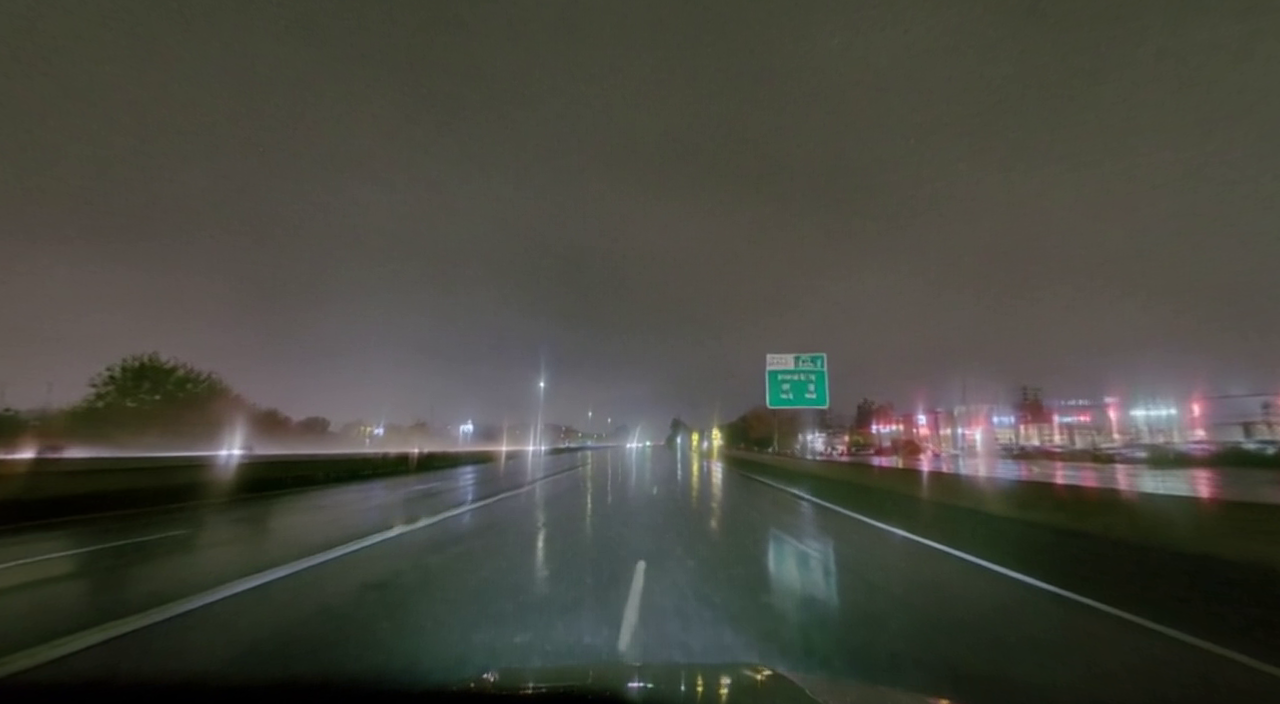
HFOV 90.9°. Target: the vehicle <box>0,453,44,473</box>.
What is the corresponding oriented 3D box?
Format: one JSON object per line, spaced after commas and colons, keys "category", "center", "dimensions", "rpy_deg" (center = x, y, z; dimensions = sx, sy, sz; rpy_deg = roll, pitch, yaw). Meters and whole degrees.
{"category": "vehicle", "center": [-49.705, 8.711, 49.596], "dimensions": [2.075, 1.433, 3.697], "rpy_deg": [0, -8, -3]}
